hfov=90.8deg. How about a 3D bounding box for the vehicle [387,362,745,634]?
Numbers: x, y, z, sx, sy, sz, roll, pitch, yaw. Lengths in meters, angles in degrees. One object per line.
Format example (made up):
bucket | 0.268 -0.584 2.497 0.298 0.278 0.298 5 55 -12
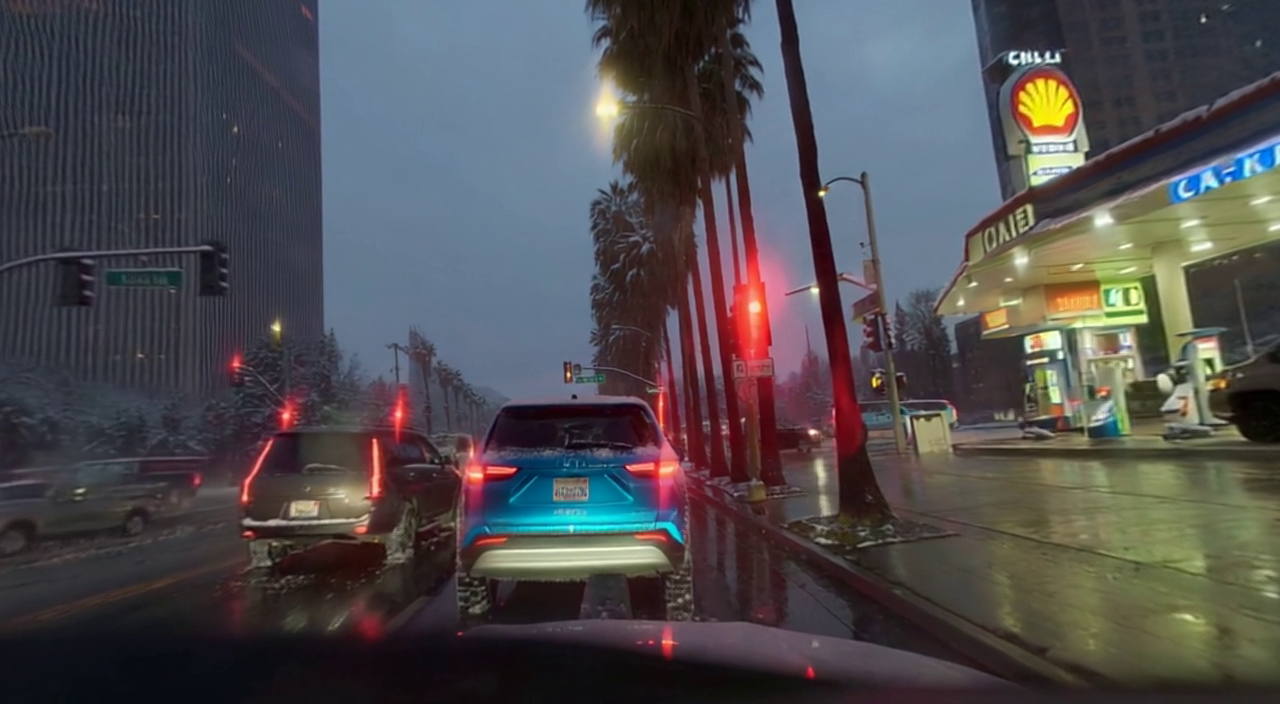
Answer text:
vehicle | -0.637 1.373 6.987 2.519 1.913 4.819 0 -8 -3

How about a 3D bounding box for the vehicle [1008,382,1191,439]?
vehicle | 17.038 2.228 23.642 5.033 1.999 2.259 0 -8 -2

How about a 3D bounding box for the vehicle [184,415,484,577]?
vehicle | -3.874 1.894 9.295 2.097 1.692 5.030 0 -8 -3

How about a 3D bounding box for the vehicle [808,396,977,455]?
vehicle | 9.193 2.733 23.324 5.307 2.076 2.122 0 -8 -5

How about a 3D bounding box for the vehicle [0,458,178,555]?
vehicle | -12.482 3.380 14.654 2.331 1.708 4.660 5 -10 -31
